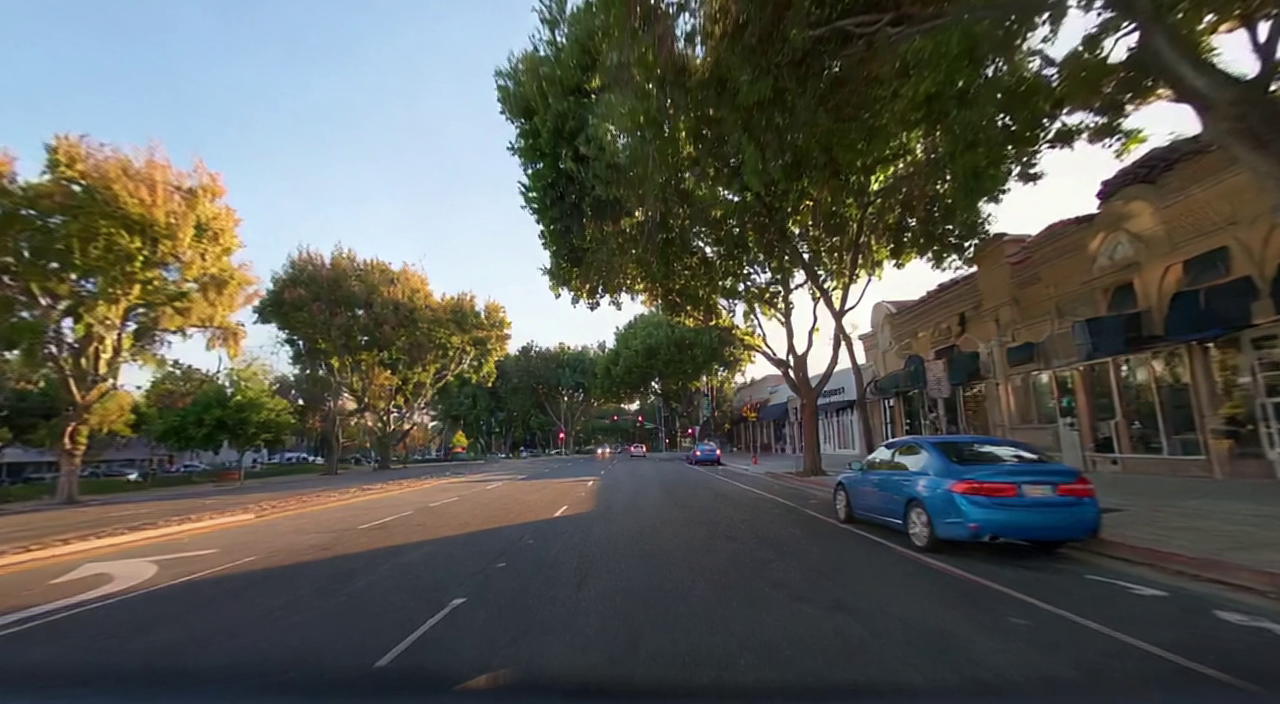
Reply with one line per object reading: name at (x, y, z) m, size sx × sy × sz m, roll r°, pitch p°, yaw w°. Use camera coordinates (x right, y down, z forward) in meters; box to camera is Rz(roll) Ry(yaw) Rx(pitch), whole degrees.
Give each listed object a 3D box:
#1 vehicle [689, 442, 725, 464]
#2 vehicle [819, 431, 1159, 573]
vehicle at (4.647, 7.082, 44.384) m, size 1.942 × 1.469 × 4.049 m, roll 0°, pitch -9°, yaw -3°
vehicle at (4.325, 1.920, 9.015) m, size 2.093 × 1.446 × 4.761 m, roll 0°, pitch -8°, yaw -1°
